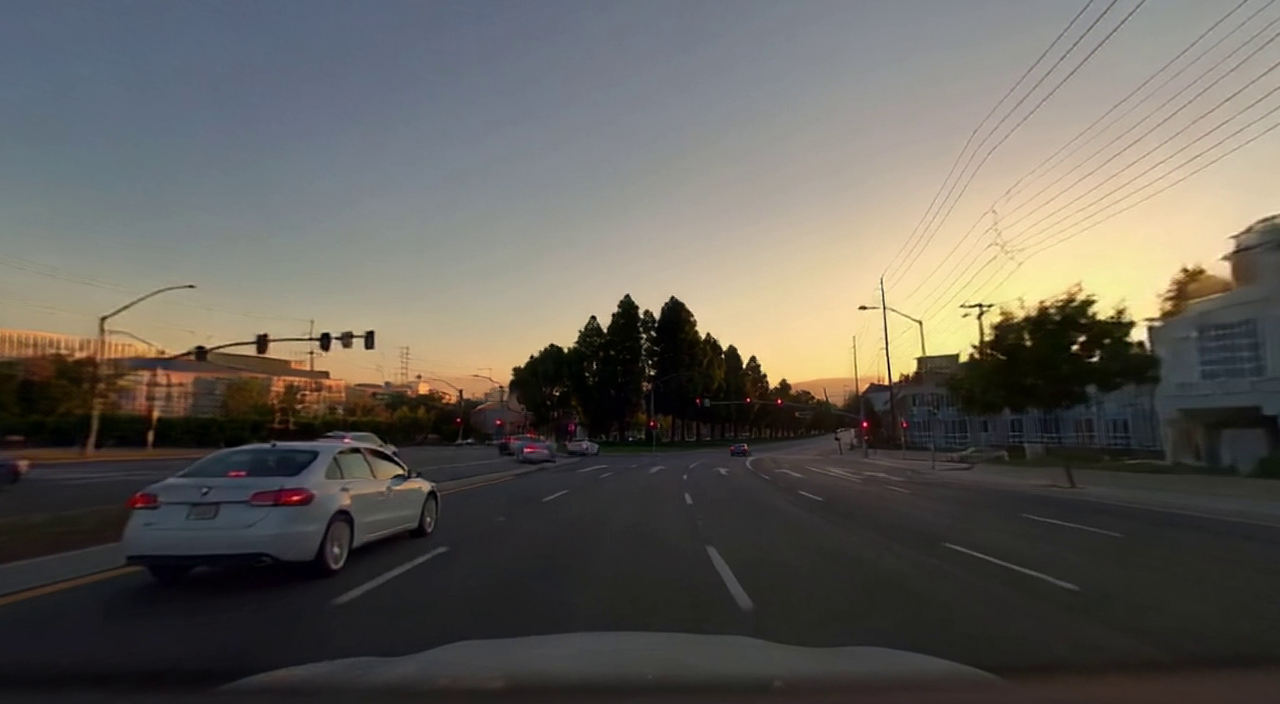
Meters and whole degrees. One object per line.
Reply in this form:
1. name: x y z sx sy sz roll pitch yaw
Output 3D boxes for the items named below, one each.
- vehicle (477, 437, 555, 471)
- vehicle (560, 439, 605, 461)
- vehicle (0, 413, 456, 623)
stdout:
1. vehicle: -5.835 4.893 30.469 2.080 1.495 5.242 -1 -9 8
2. vehicle: -3.993 6.911 44.620 2.016 1.501 4.903 -2 -9 9
3. vehicle: -3.594 1.493 6.642 1.934 1.463 4.220 0 -9 2
